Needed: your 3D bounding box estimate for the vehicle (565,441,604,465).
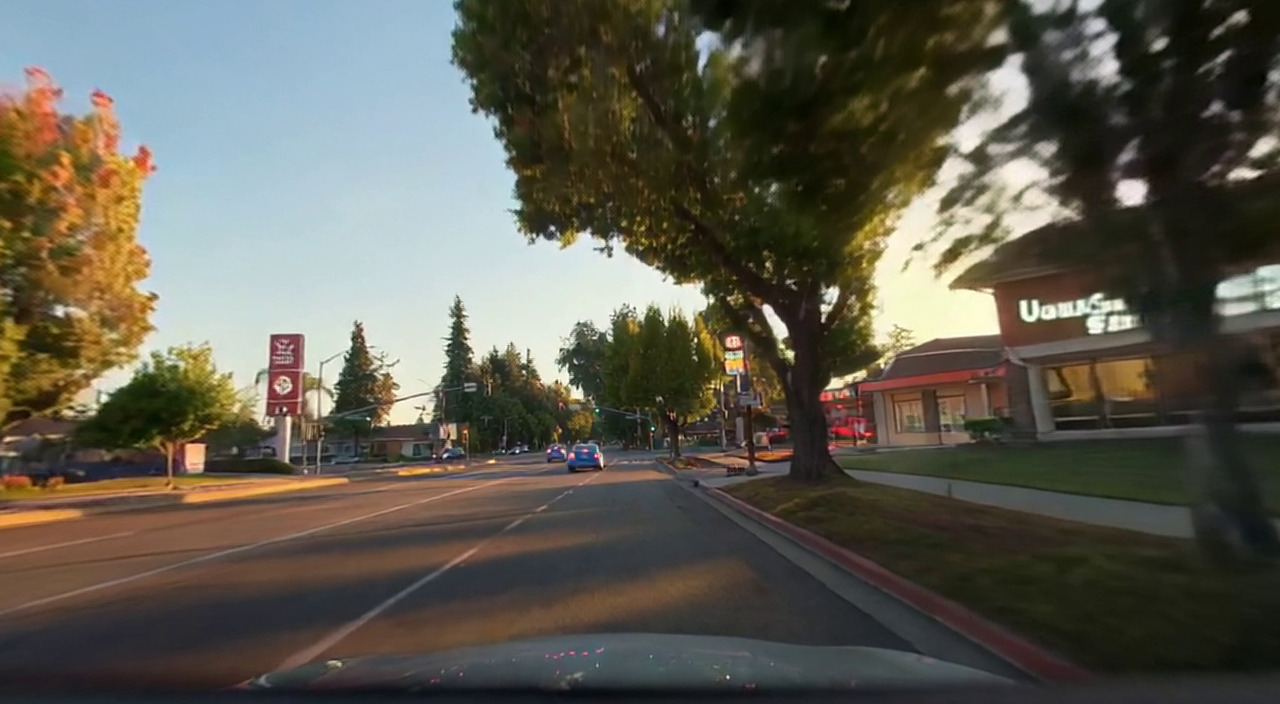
[{"bbox_3d":[-3.609,6.676,41.889,2.054,1.449,4.772,0,-8,1],"label":"vehicle"}]
